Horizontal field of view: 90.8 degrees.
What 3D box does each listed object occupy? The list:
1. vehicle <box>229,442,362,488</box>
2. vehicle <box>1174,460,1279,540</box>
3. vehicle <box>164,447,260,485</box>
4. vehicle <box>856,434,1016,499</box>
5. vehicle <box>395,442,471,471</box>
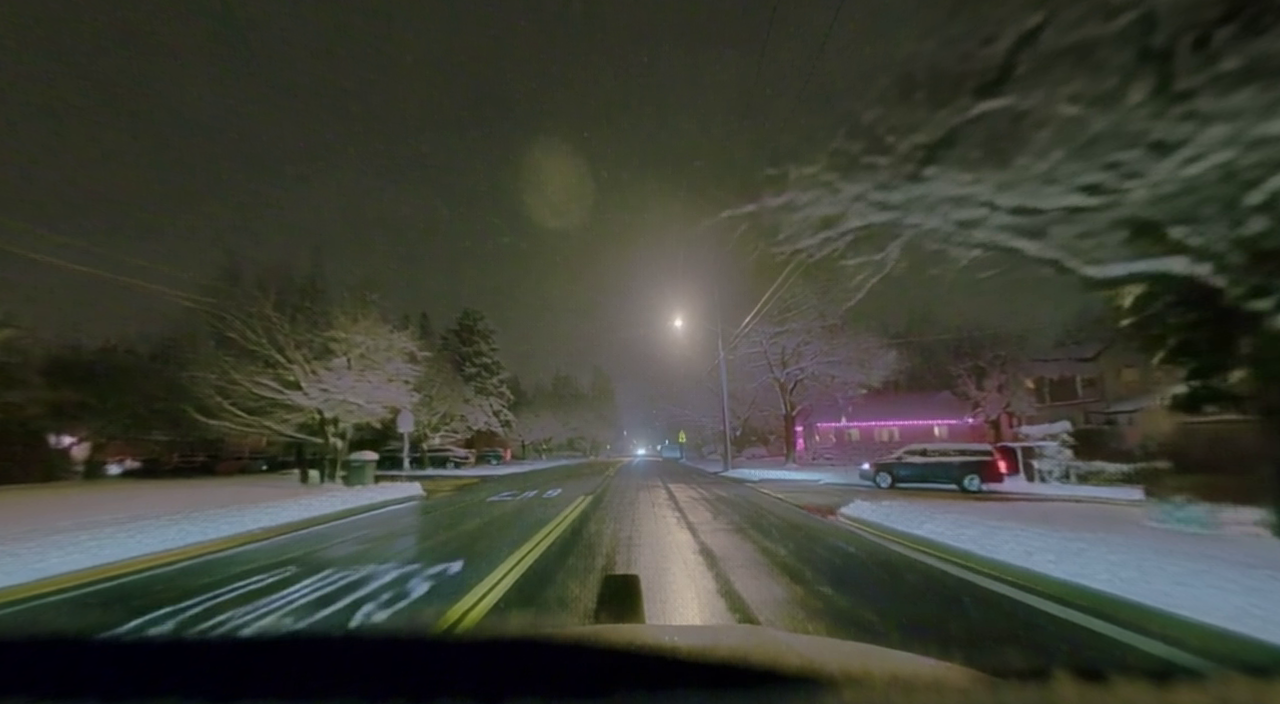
[{"bbox_3d":[-15.631,5.063,28.599,6.072,1.882,2.277,-5,-9,29],"label":"vehicle"},{"bbox_3d":[14.371,3.039,13.316,4.231,1.493,1.941,-9,-11,26],"label":"vehicle"},{"bbox_3d":[-21.511,5.678,31.711,4.507,1.774,1.923,-5,-9,27],"label":"vehicle"},{"bbox_3d":[10.702,4.180,22.964,4.854,1.771,2.123,-12,-12,29],"label":"vehicle"},{"bbox_3d":[-14.586,7.359,44.677,2.066,1.852,4.782,-6,-10,34],"label":"vehicle"}]
